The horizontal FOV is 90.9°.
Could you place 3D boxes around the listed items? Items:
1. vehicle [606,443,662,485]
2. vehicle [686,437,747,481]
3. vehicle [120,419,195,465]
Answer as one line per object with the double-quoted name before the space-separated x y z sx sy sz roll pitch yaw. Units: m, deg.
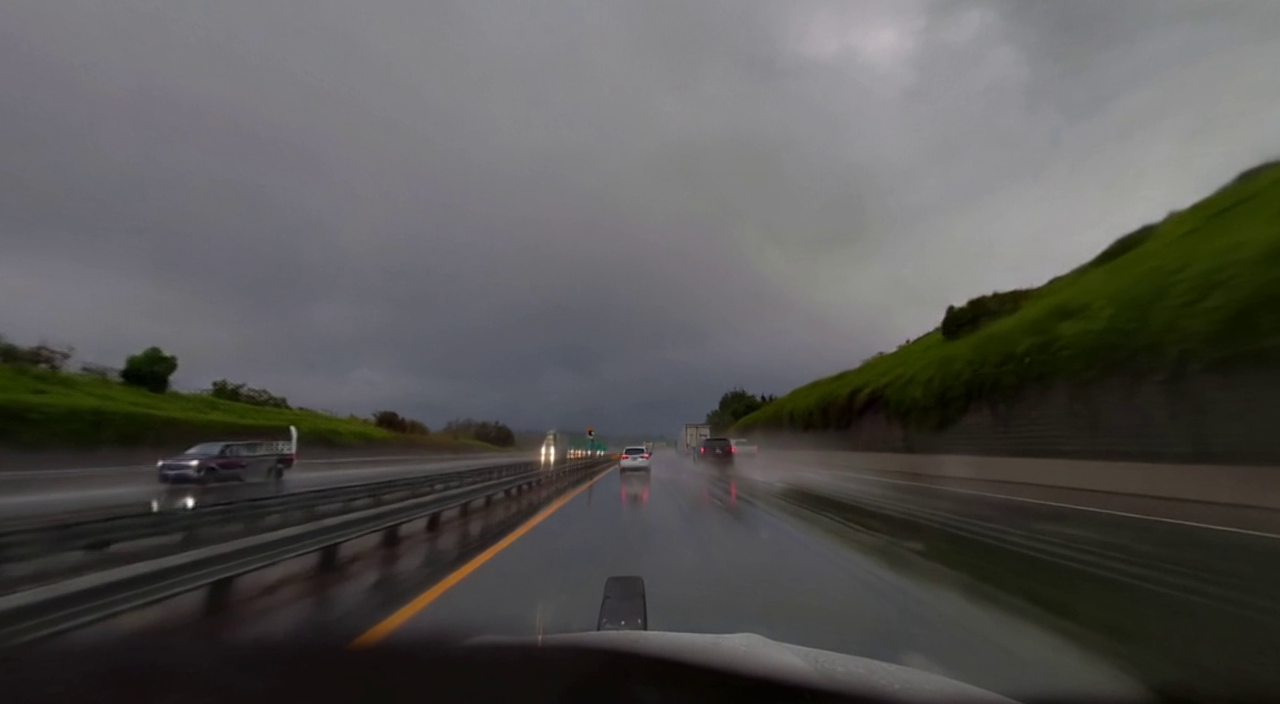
"vehicle" -0.227 4.223 23.929 1.970 1.441 3.846 0 -9 -1
"vehicle" 3.182 4.585 27.196 2.048 1.704 4.284 0 -9 -1
"vehicle" -35.311 6.603 46.241 2.857 3.275 3.008 0 -9 2
